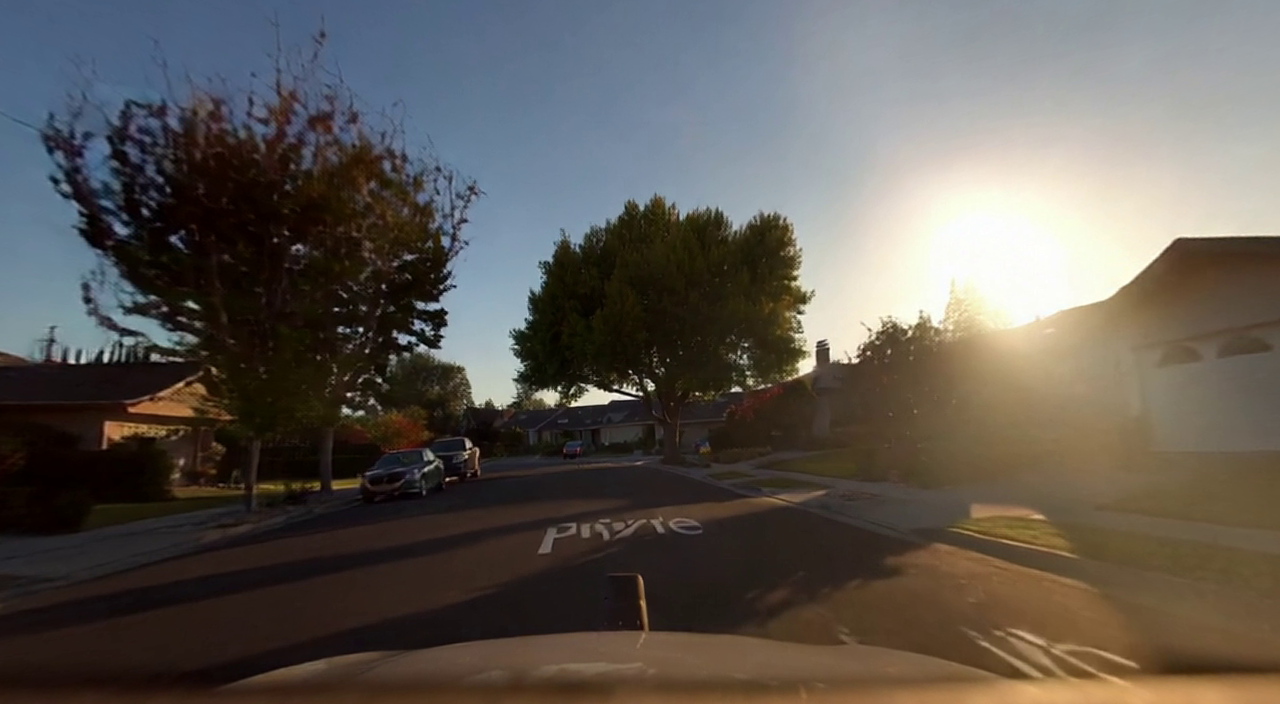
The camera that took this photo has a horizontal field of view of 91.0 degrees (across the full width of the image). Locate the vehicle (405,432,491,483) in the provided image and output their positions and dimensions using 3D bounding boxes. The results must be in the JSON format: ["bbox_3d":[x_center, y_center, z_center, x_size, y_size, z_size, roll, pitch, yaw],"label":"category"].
[{"bbox_3d":[-8.068,4.488,27.117,2.338,1.925,5.725,0,-8,-5],"label":"vehicle"}]

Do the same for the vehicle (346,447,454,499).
[{"bbox_3d":[-7.301,3.683,19.612,2.017,1.397,4.004,0,-8,-4],"label":"vehicle"}]
